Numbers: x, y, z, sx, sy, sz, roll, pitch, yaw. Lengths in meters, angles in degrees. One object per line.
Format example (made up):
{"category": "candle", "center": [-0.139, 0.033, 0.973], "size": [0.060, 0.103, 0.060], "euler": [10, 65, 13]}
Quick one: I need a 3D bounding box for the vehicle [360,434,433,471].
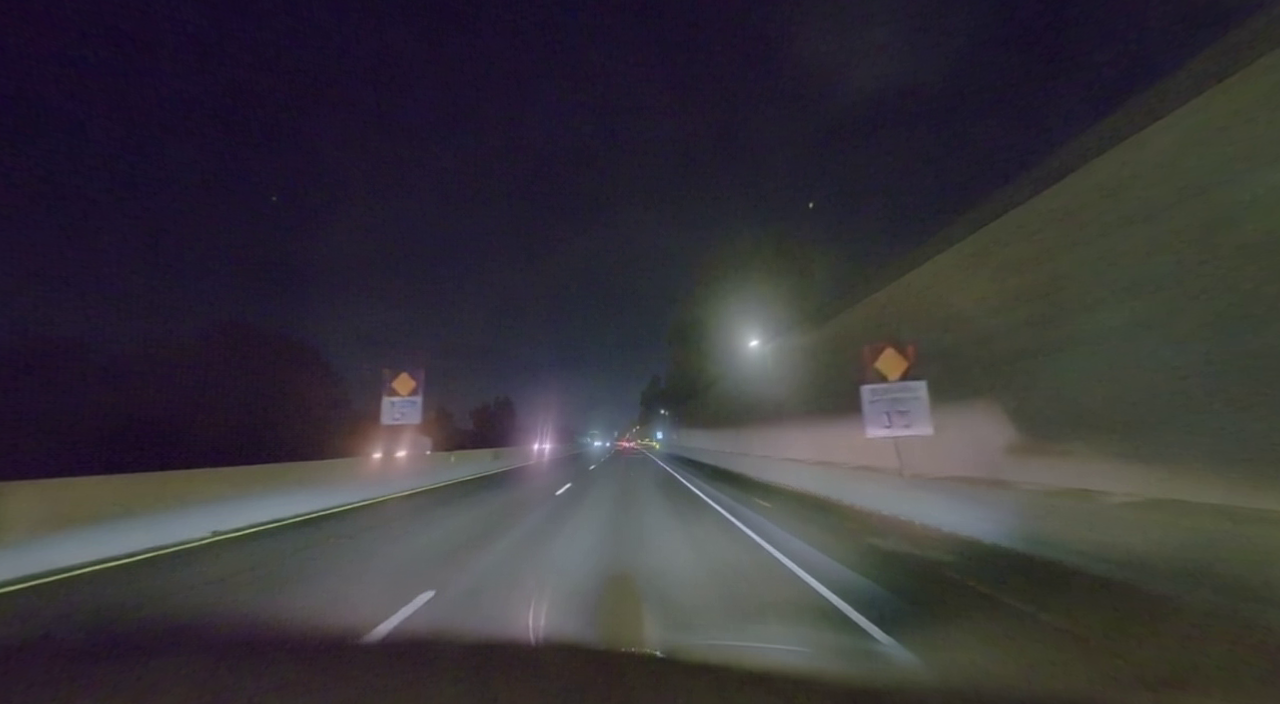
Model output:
{"category": "vehicle", "center": [-13.839, 5.698, 36.079], "size": [2.136, 1.968, 5.178], "euler": [0, -8, 0]}
